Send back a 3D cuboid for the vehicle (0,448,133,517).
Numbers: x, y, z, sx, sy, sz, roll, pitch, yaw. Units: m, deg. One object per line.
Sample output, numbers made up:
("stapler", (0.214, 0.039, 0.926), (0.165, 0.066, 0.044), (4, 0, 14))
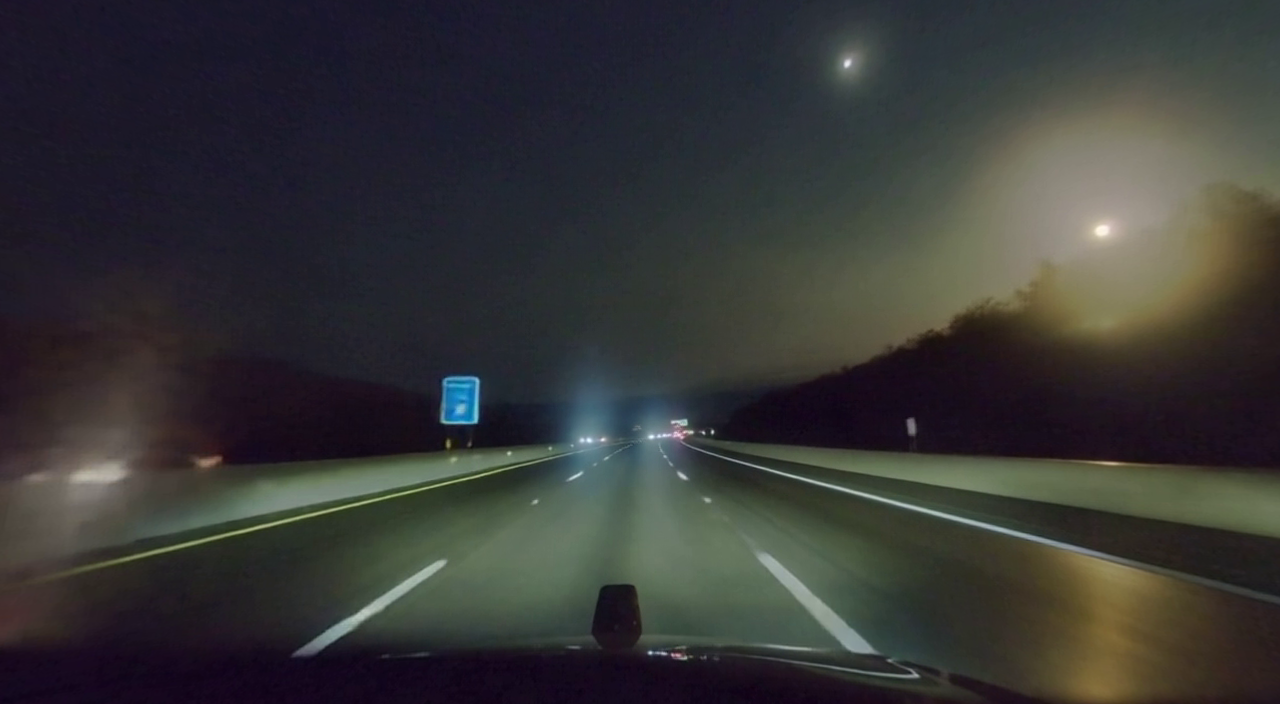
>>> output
("vehicle", (-15.260, 3.156, 15.584), (1.810, 1.481, 4.380), (0, -8, -1))
